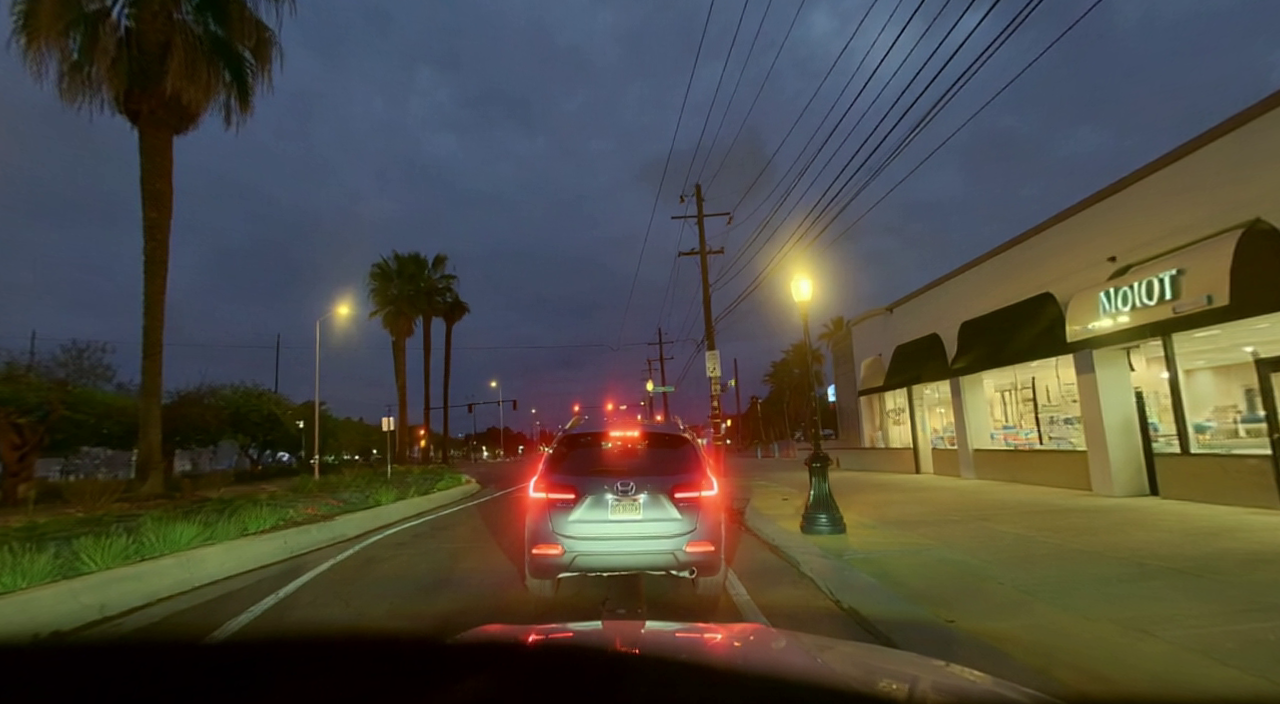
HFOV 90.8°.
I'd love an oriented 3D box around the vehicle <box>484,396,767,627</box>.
[{"bbox_3d":[-0.192,1.457,6.677,2.105,1.702,3.750,0,-8,-3],"label":"vehicle"}]
